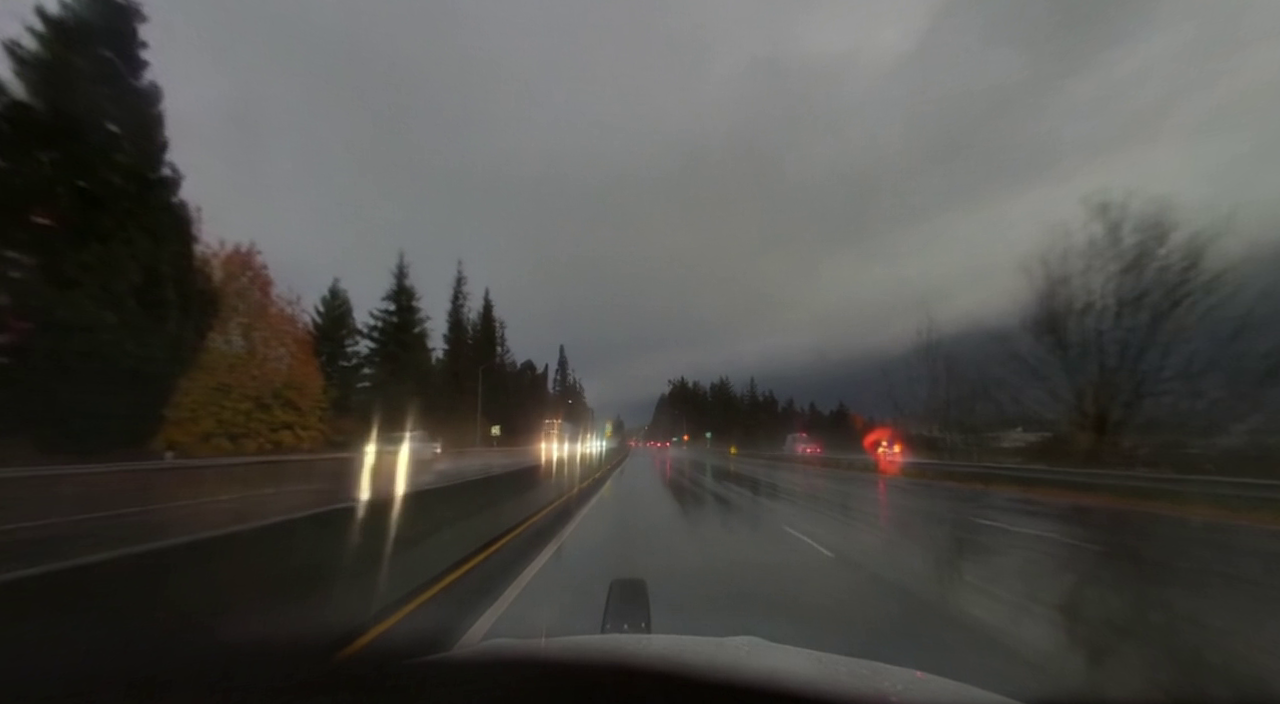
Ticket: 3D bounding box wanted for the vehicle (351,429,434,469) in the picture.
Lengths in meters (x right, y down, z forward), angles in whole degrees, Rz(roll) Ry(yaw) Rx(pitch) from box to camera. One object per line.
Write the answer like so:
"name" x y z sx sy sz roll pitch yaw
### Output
"vehicle" -10.869 4.287 27.980 1.935 1.609 4.144 0 -8 1
